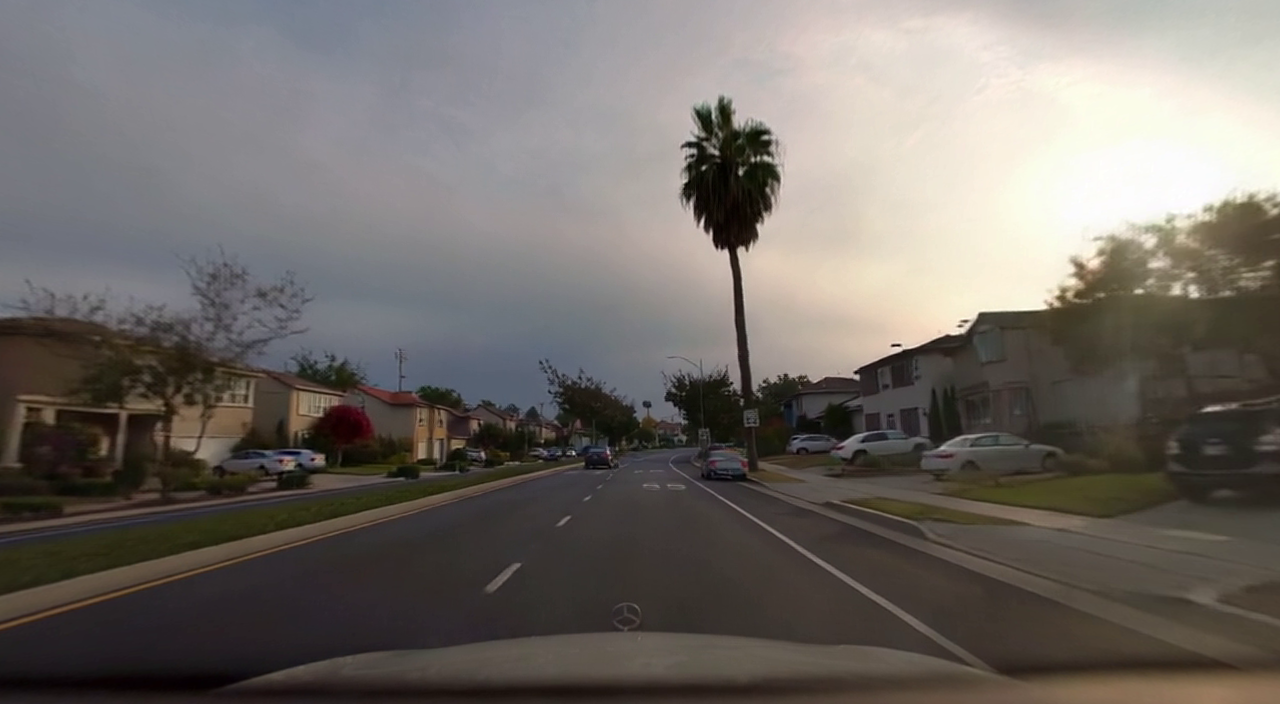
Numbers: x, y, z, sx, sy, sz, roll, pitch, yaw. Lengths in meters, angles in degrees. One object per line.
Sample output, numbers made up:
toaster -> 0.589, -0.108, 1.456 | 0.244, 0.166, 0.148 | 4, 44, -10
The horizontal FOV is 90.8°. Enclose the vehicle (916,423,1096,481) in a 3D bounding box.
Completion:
vehicle -> 11.426, 3.140, 19.961 | 4.454, 1.499, 1.821 | -3, -9, -1

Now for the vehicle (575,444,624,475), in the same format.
vehicle -> -2.044, 5.579, 33.058 | 2.035, 1.474, 4.284 | 0, -9, 4

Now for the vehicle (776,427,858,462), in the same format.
vehicle -> 13.803, 7.257, 49.436 | 5.550, 2.066, 2.288 | -12, -13, 29

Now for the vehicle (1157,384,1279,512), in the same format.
vehicle -> 11.205, 1.527, 10.821 | 4.531, 1.864, 2.037 | 2, -11, -32

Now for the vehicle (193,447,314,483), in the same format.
vehicle -> -19.906, 5.814, 32.700 | 4.992, 1.779, 1.928 | 0, -9, 2

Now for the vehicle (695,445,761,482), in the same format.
vehicle -> 3.762, 4.875, 27.875 | 2.025, 1.456, 4.865 | 0, -9, -3

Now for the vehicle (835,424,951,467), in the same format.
vehicle -> 12.036, 4.506, 30.363 | 4.710, 1.731, 1.972 | -4, -10, 7
